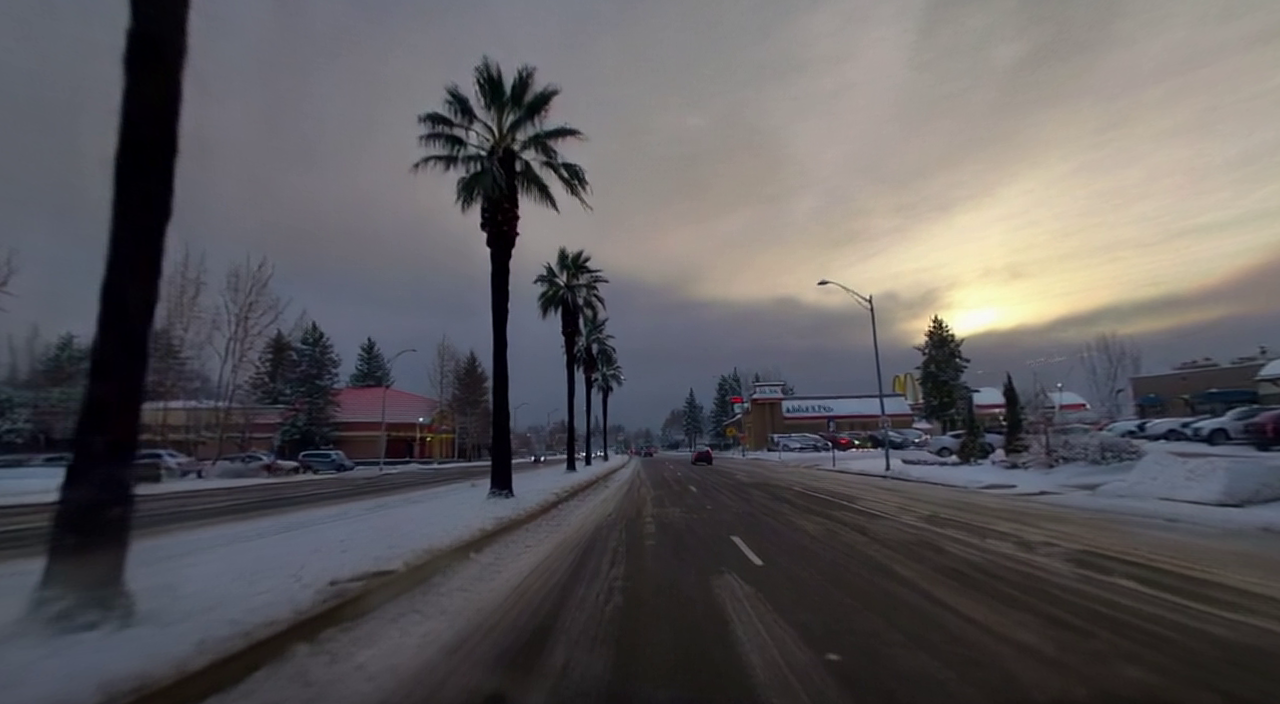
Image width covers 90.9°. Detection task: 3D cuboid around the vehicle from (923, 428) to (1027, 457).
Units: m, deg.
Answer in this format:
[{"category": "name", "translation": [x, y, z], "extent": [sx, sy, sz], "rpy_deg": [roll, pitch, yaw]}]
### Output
[{"category": "vehicle", "translation": [18.725, 5.112, 35.431], "extent": [4.691, 1.545, 1.900], "rpy_deg": [-1, -9, 5]}]

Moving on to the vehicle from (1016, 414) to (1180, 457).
[{"category": "vehicle", "translation": [19.312, 3.562, 26.836], "extent": [5.123, 1.730, 2.183], "rpy_deg": [0, -9, 3]}]

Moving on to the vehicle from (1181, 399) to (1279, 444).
[{"category": "vehicle", "translation": [31.356, 3.535, 31.670], "extent": [6.052, 2.013, 2.331], "rpy_deg": [0, -10, 2]}]

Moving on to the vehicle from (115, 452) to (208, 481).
[{"category": "vehicle", "translation": [-27.833, 6.661, 36.871], "extent": [2.067, 1.563, 4.043], "rpy_deg": [0, -9, 3]}]
